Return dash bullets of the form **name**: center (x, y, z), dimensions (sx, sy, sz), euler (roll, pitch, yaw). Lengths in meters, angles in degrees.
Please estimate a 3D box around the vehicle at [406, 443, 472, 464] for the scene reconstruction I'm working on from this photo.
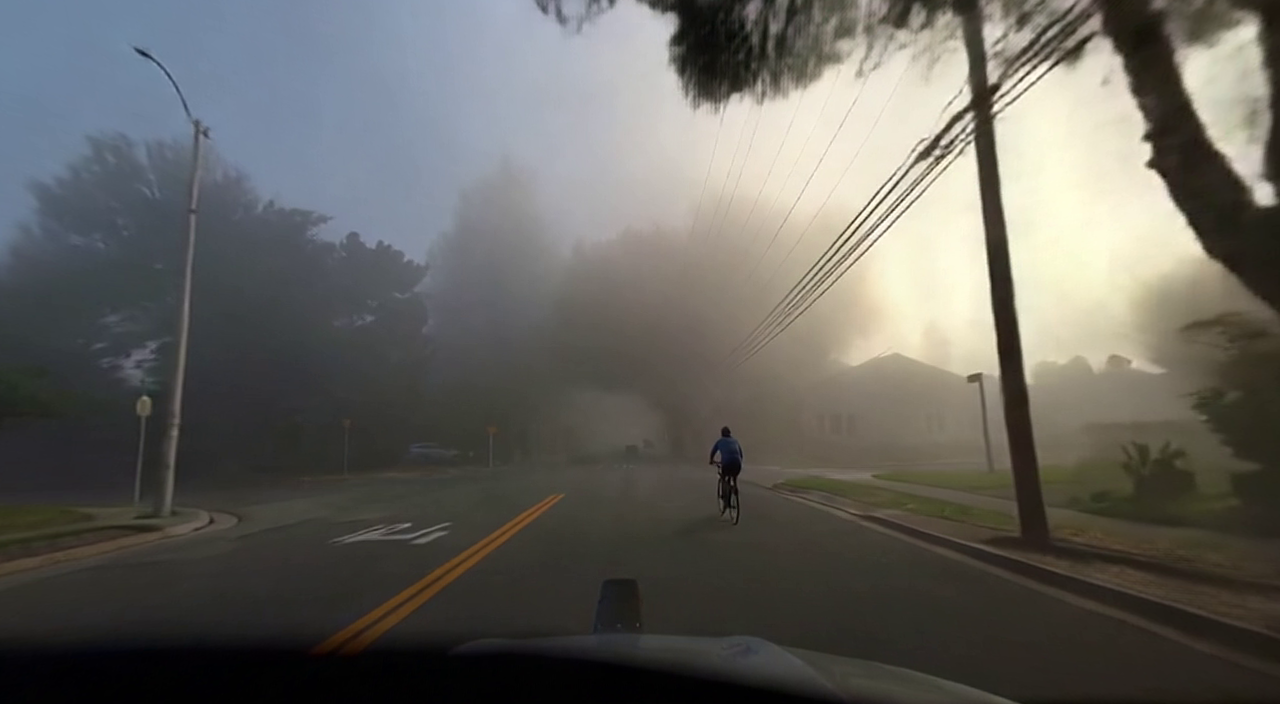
- **vehicle**: center (-14.472, 7.321, 45.597), dimensions (4.143, 1.480, 1.755), euler (0, -8, -2)
